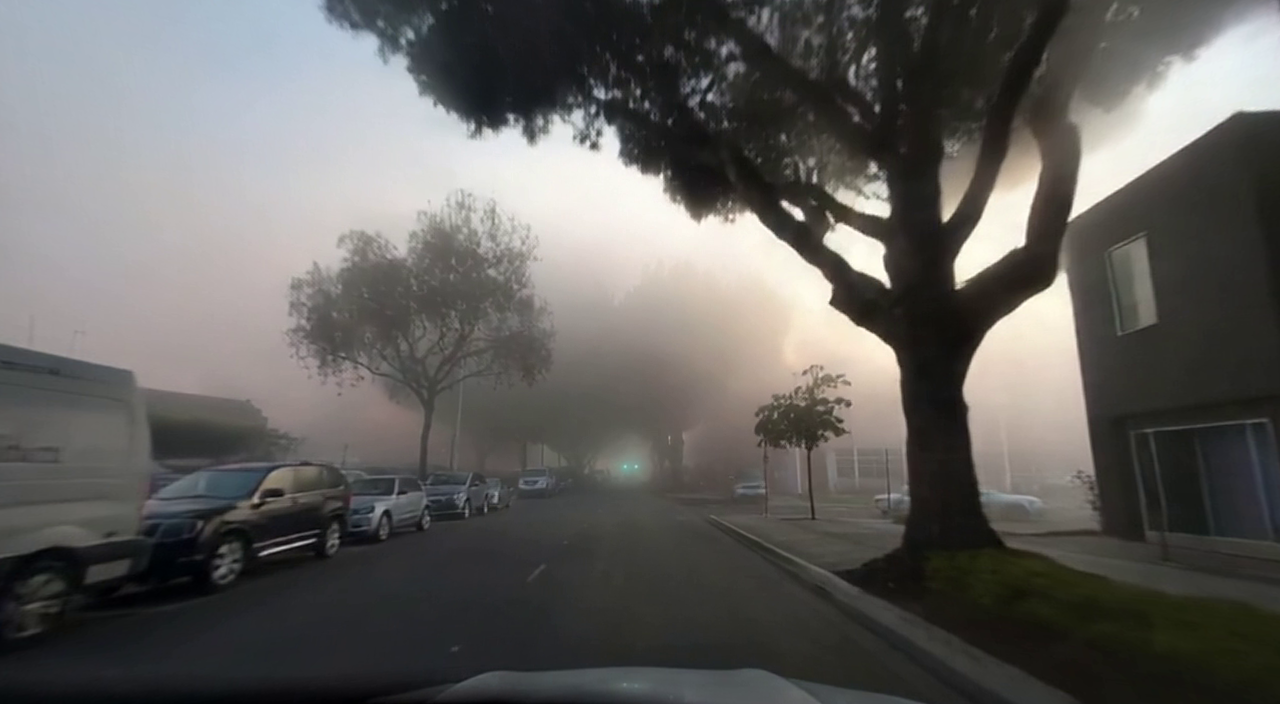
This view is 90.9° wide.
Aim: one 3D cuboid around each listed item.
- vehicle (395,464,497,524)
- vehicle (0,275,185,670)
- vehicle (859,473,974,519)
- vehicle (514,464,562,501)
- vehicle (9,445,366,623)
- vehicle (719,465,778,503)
[{"bbox_3d":[-5.963,4.419,19.962,1.957,1.634,4.164,1,-11,-1],"label":"vehicle"},{"bbox_3d":[-5.660,0.585,3.081,2.526,2.655,5.480,0,-11,1],"label":"vehicle"},{"bbox_3d":[10.135,5.322,23.562,1.926,1.469,4.654,2,-11,-4],"label":"vehicle"},{"bbox_3d":[-6.124,7.908,38.420,2.196,2.001,5.548,1,-11,-2],"label":"vehicle"},{"bbox_3d":[-5.617,2.197,8.684,1.848,1.683,4.208,-4,-8,-1],"label":"vehicle"},{"bbox_3d":[5.545,6.849,32.814,2.054,1.779,4.650,1,-11,-3],"label":"vehicle"}]
